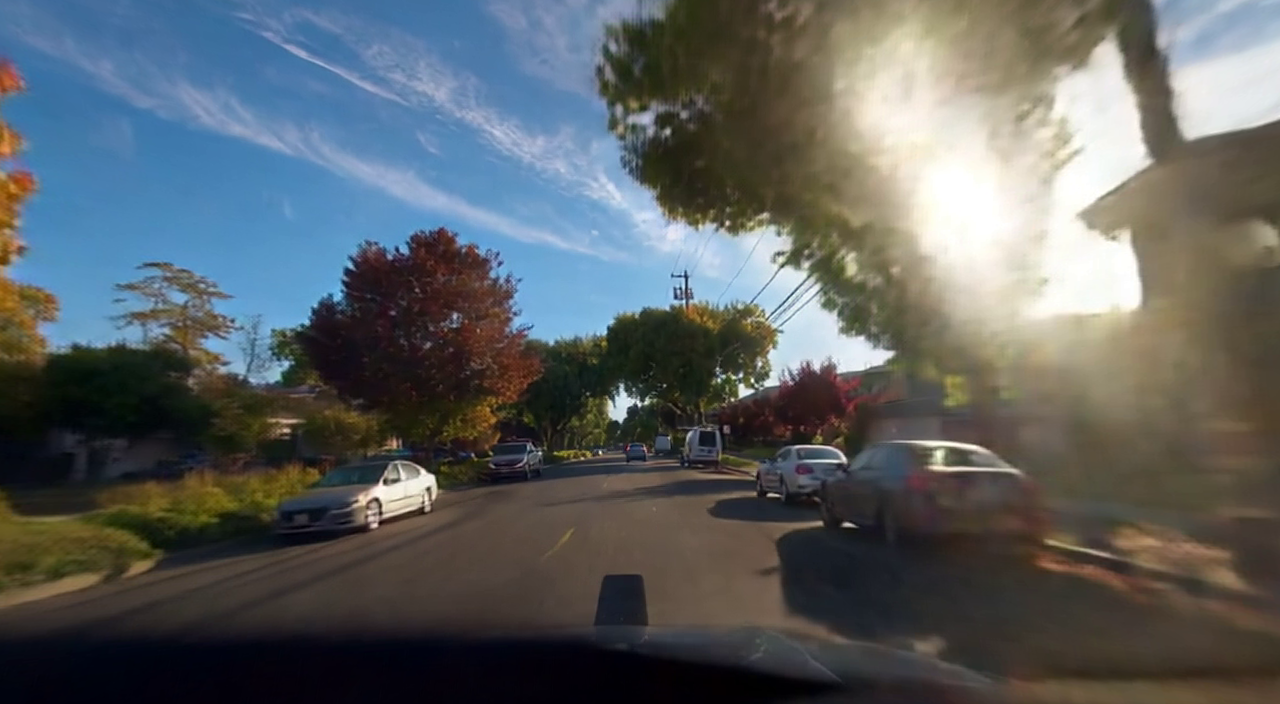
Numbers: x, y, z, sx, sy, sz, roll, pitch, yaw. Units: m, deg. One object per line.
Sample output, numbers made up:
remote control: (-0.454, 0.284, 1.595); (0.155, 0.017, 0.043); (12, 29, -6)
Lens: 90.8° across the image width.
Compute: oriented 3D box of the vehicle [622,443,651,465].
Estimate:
vehicle: (-0.265, 7.559, 46.891); (2.062, 1.509, 4.305); (0, -8, -1)

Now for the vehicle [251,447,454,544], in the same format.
vehicle: (-6.058, 3.017, 14.305); (2.094, 1.433, 5.740); (-4, -7, -2)

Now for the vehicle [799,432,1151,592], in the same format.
vehicle: (3.993, 1.982, 8.885); (2.144, 1.572, 5.026); (0, -9, 0)

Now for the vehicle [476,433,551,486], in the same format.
vehicle: (-6.006, 5.120, 30.769); (2.284, 2.119, 5.984); (-3, -7, 1)

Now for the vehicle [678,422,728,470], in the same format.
vehicle: (3.882, 5.954, 40.141); (2.384, 2.791, 5.899); (0, -9, -2)
